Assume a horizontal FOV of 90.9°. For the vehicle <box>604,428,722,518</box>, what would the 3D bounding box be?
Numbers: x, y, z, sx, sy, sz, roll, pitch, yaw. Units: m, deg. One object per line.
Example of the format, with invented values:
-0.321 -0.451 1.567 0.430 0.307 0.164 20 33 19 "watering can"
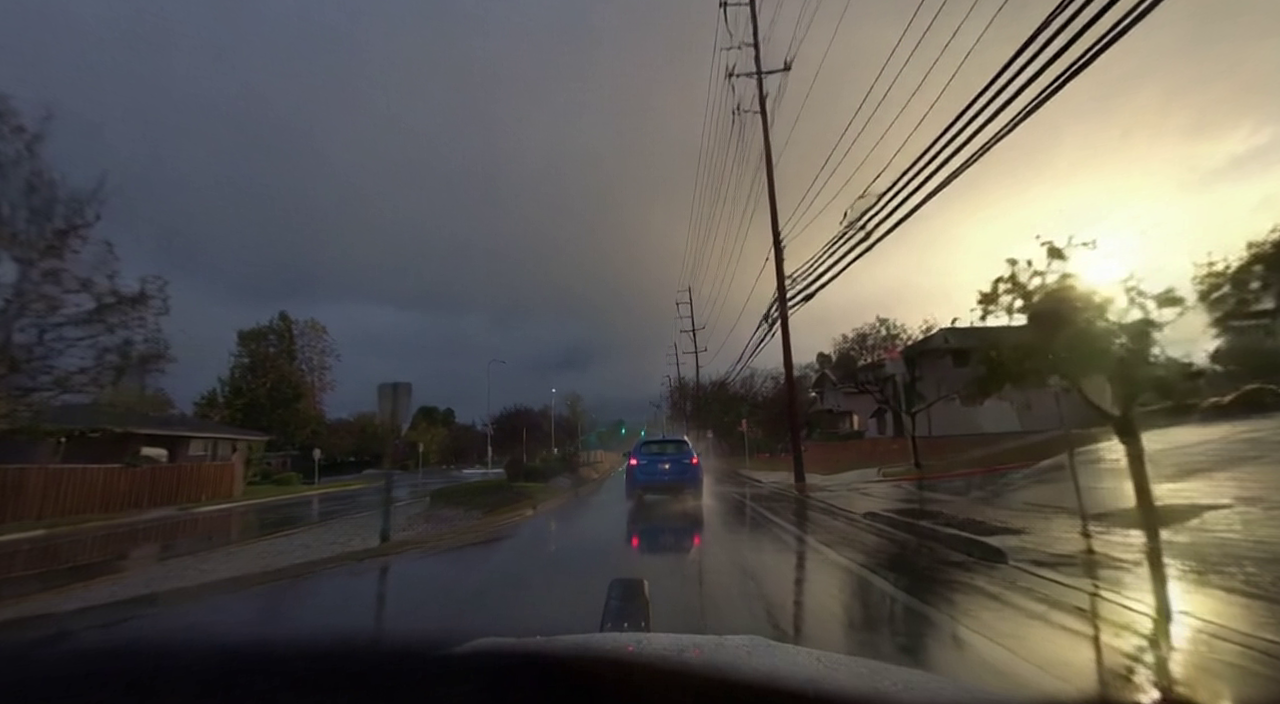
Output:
0.424 2.570 13.921 2.200 1.653 4.127 0 -8 0 "vehicle"
